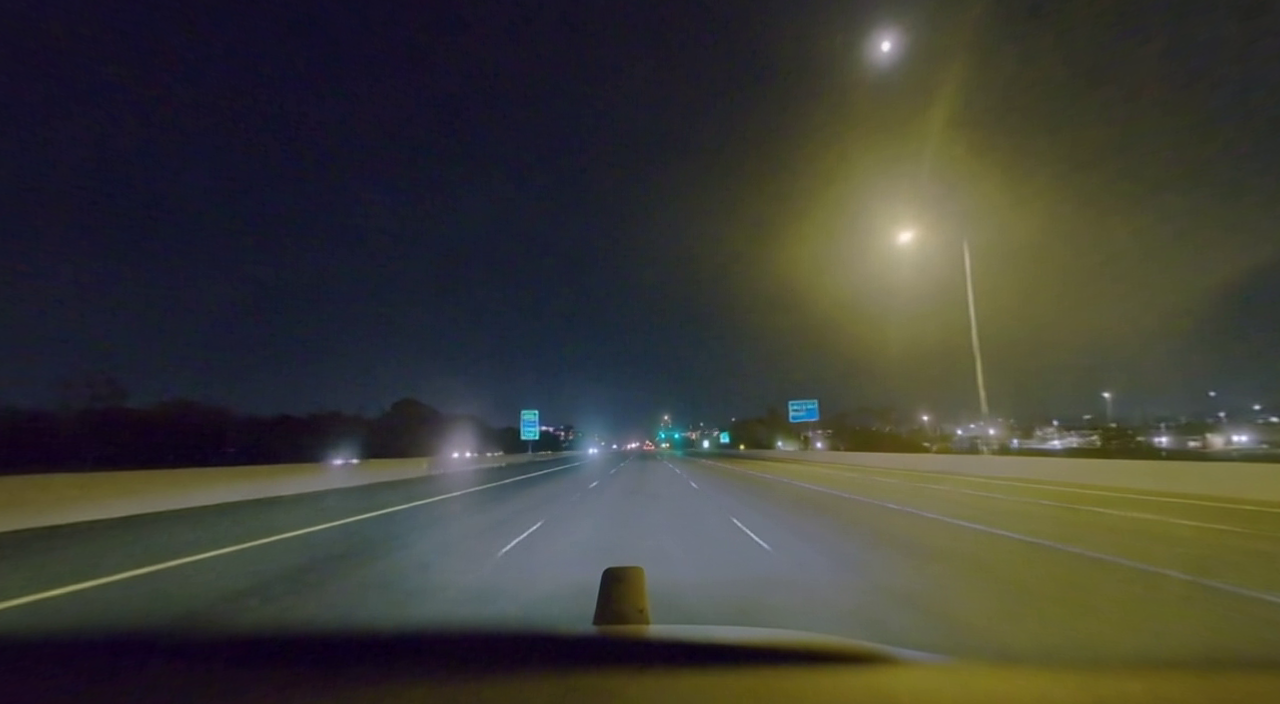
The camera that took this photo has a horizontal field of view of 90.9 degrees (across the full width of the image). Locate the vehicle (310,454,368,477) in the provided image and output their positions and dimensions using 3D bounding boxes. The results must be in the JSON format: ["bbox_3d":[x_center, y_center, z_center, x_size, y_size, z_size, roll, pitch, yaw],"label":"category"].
[{"bbox_3d":[-21.068,7.938,44.300,1.870,1.479,4.388,0,-8,1],"label":"vehicle"}]
